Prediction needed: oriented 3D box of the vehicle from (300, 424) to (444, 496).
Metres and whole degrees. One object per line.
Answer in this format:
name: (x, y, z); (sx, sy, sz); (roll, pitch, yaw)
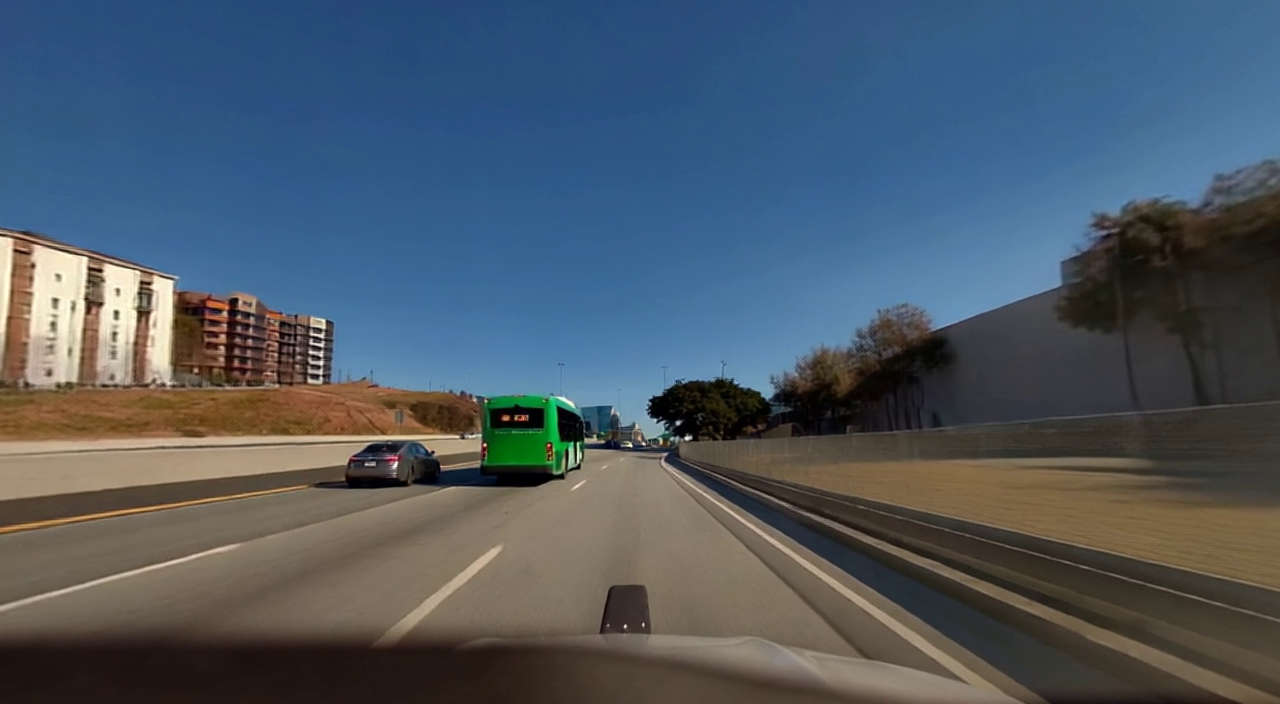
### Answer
vehicle: (-7.091, 2.926, 17.310); (1.993, 1.690, 4.450); (0, -9, 0)

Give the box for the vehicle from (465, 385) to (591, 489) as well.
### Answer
vehicle: (-3.511, 3.103, 22.174); (2.888, 2.944, 8.373); (0, -9, 0)
